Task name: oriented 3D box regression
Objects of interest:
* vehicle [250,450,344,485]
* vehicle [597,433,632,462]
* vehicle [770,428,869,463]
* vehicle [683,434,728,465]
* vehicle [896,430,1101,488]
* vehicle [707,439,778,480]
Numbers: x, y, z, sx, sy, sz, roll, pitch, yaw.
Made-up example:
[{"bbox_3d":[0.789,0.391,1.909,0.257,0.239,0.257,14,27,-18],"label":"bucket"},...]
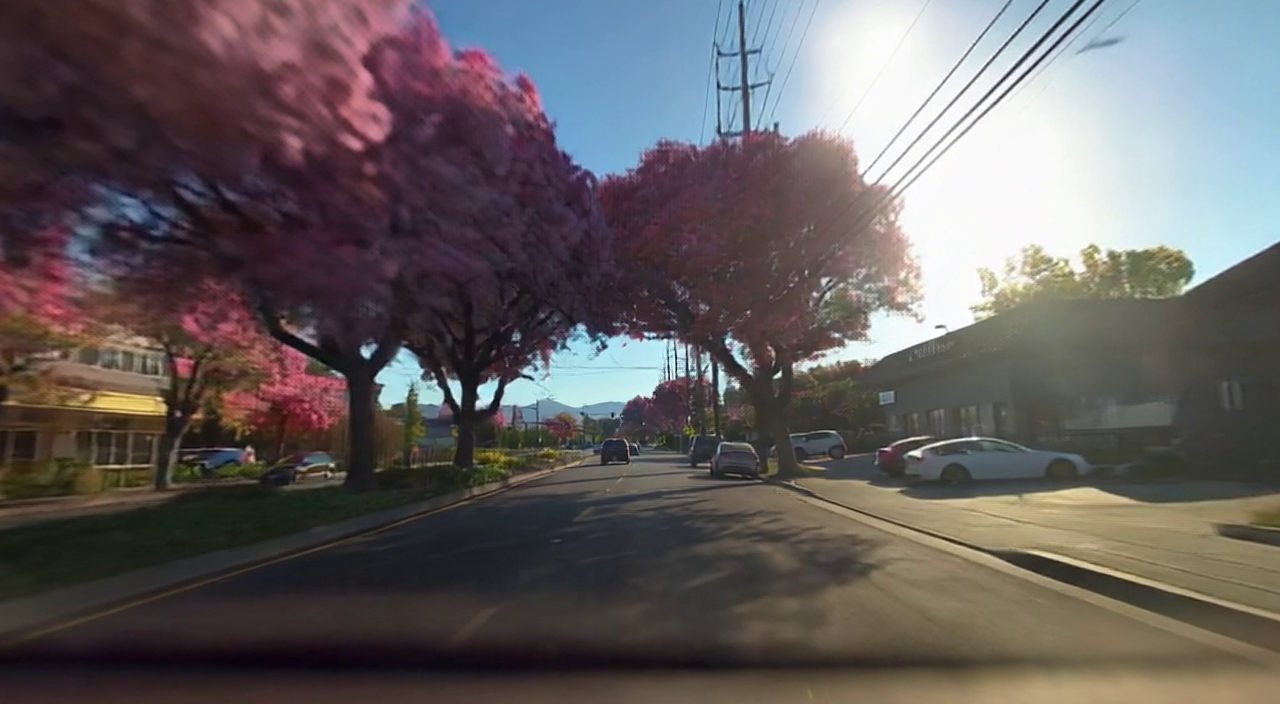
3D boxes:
[{"bbox_3d":[-16.473,5.530,30.557,1.954,1.497,4.613,0,-8,0],"label":"vehicle"},{"bbox_3d":[-1.774,6.817,45.074,2.202,1.961,4.980,0,-8,1],"label":"vehicle"},{"bbox_3d":[9.891,5.208,35.011,4.818,1.847,2.257,-1,-8,2],"label":"vehicle"},{"bbox_3d":[4.240,6.455,41.858,2.280,1.904,5.779,0,-8,-1],"label":"vehicle"},{"bbox_3d":[9.650,2.893,17.234,4.430,1.480,1.923,0,-8,-2],"label":"vehicle"},{"bbox_3d":[3.978,4.259,25.245,2.042,1.465,4.455,0,-8,0],"label":"vehicle"}]
